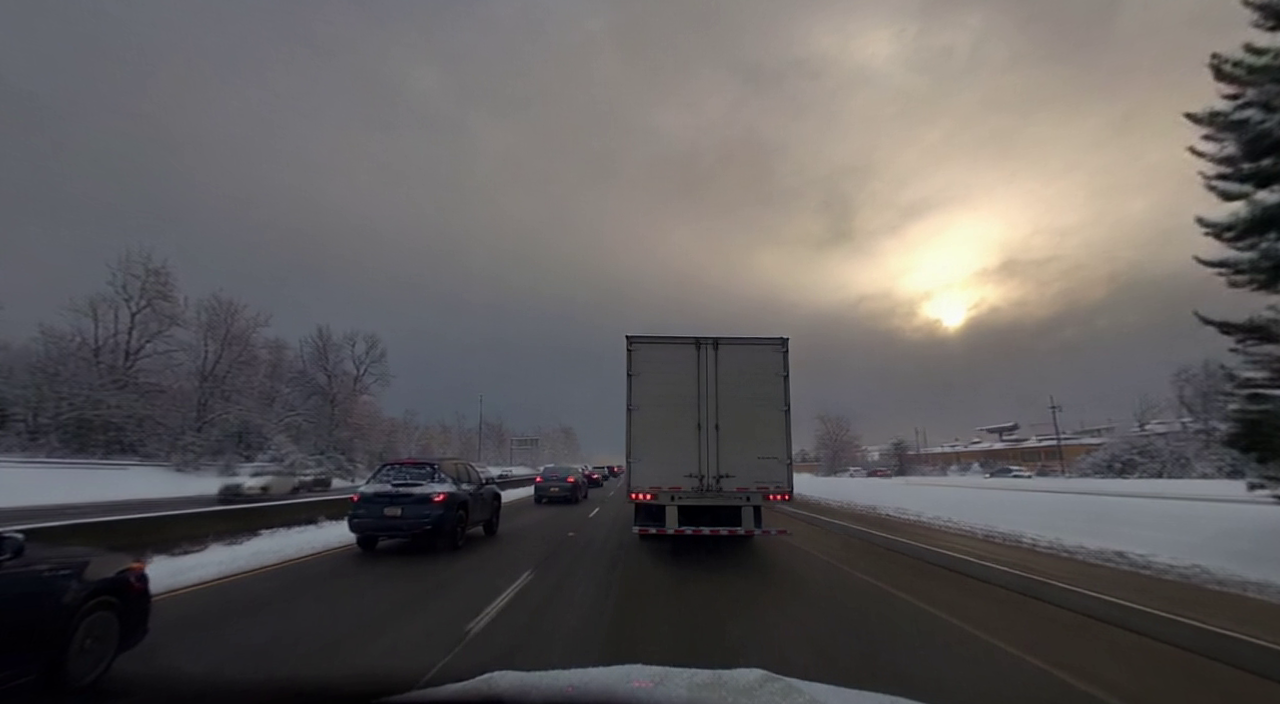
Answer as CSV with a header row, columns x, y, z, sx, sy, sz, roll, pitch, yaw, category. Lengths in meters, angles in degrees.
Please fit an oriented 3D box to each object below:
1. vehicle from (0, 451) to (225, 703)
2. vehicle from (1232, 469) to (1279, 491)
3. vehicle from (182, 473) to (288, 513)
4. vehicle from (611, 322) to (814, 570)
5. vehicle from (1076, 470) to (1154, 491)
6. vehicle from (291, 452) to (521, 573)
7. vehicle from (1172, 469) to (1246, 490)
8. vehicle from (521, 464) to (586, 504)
x,y,z,sx,sy,sz,roll,pitch,yaw,category
-4.232,1.066,2.480,2.043,1.391,4.515,0,-11,1,vehicle
49.265,10.024,49.329,4.681,1.572,1.862,3,-11,-15,vehicle
-17.420,6.064,27.372,1.844,1.500,3.914,0,-11,2,vehicle
1.121,2.086,13.399,2.831,3.529,8.689,0,-11,1,vehicle
36.004,9.734,47.850,4.299,1.465,1.807,-1,-11,7,vehicle
-3.491,2.524,10.574,1.983,1.509,4.679,0,-11,1,vehicle
43.210,9.708,47.879,3.974,1.485,1.709,1,-11,-4,vehicle
-3.521,5.482,26.344,1.964,1.482,4.371,0,-11,2,vehicle
